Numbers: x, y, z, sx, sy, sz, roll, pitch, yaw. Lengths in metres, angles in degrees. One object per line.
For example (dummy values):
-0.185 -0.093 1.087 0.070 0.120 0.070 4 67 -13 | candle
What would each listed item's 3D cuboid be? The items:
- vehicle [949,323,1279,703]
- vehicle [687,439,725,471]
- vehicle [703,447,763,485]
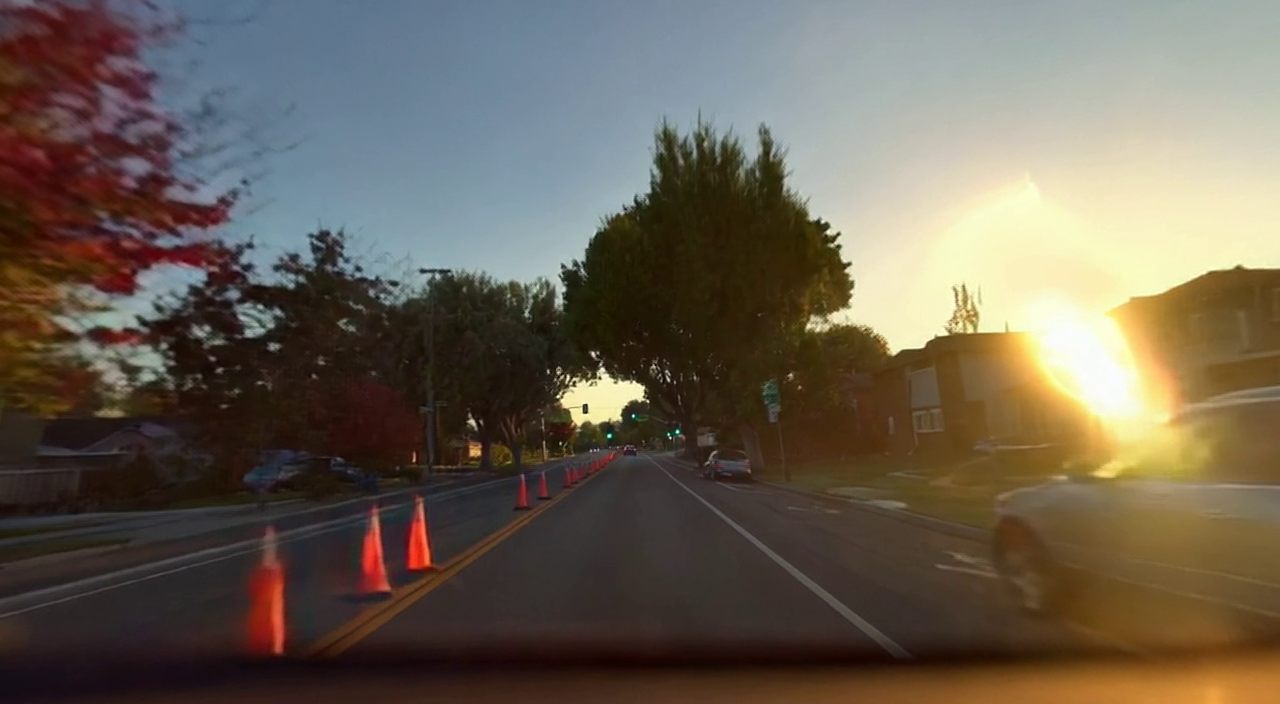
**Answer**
4.107 0.873 3.261 2.255 1.914 4.967 0 -9 -3 | vehicle
4.139 6.529 40.227 2.241 1.935 3.270 -1 -9 4 | vehicle
3.813 4.722 26.585 1.870 1.441 4.539 0 -9 1 | vehicle
